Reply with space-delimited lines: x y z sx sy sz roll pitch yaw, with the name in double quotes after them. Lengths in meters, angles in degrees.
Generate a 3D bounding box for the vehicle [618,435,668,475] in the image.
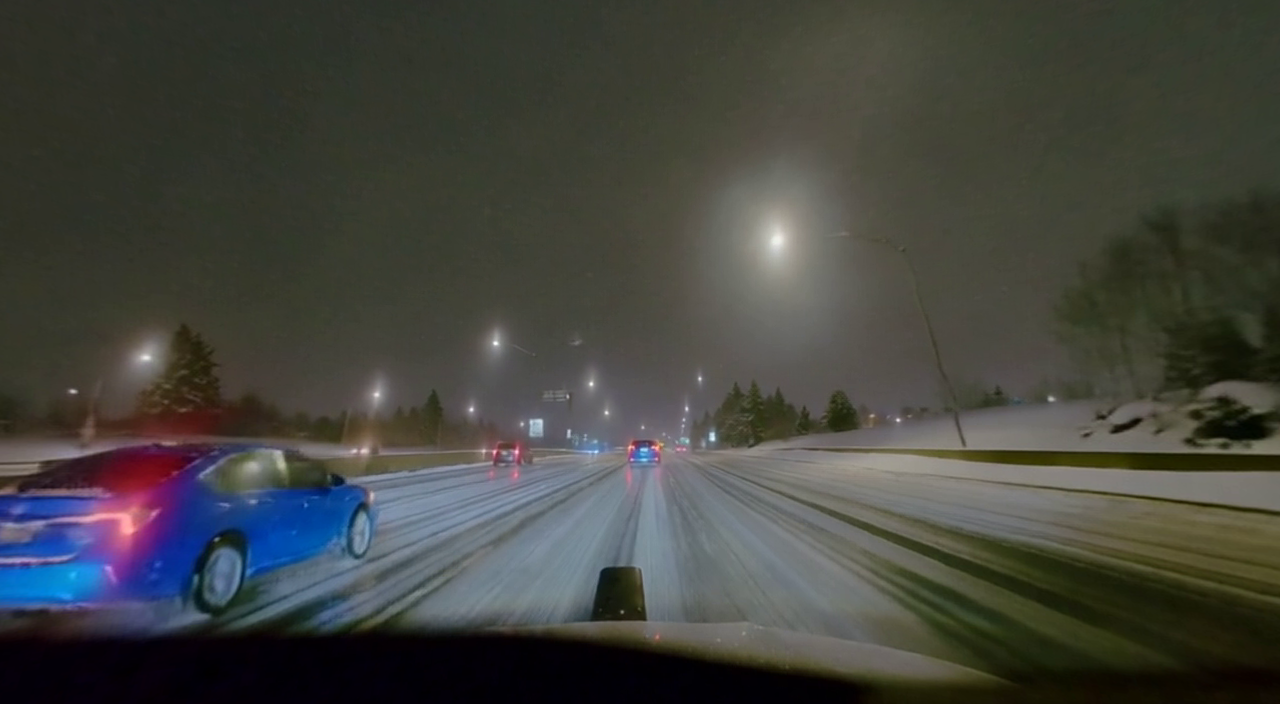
0.169 4.749 29.014 2.155 1.690 4.318 0 -9 1 "vehicle"

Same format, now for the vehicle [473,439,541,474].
-6.251 4.984 30.070 1.994 1.519 4.668 0 -9 3 "vehicle"

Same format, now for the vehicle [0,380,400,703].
-3.948 1.259 5.016 2.124 1.607 4.531 0 -9 2 "vehicle"
